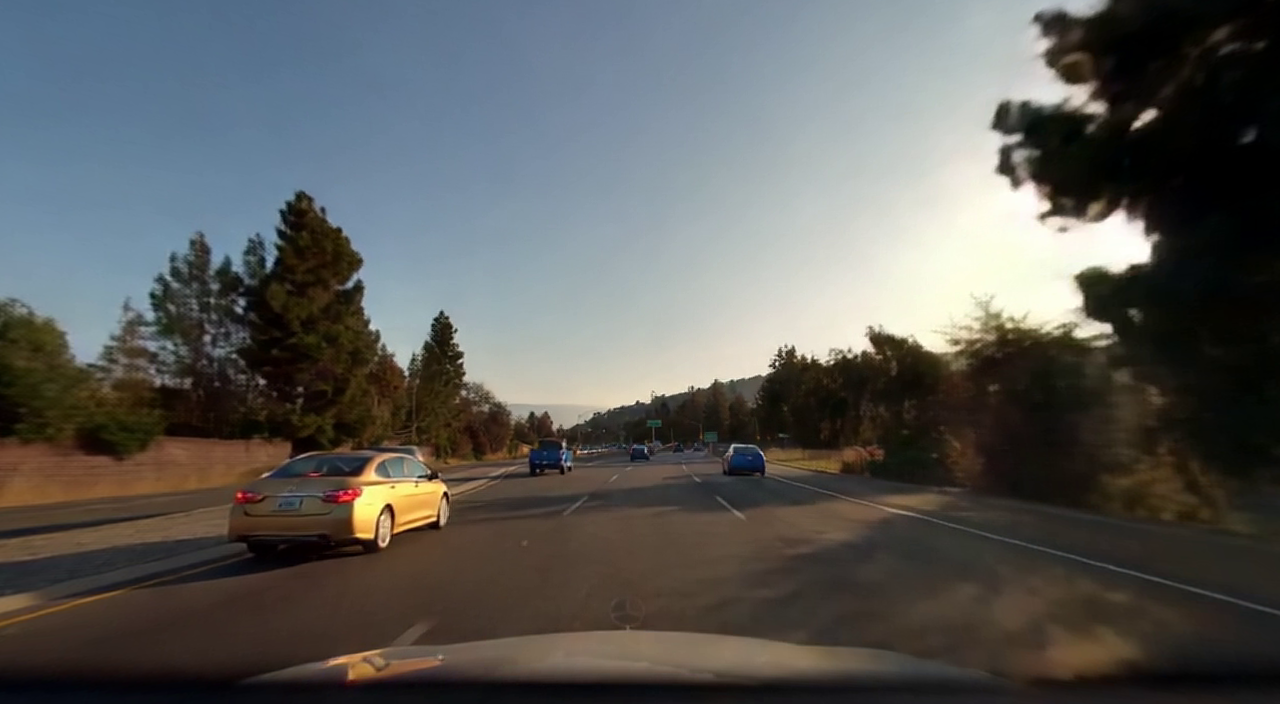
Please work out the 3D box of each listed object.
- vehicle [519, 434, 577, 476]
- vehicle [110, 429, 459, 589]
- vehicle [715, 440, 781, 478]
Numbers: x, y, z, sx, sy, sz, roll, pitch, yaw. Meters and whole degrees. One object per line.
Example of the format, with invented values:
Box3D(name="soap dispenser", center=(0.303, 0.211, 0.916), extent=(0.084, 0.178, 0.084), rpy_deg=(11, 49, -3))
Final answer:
Box3D(name="vehicle", center=(-4.255, 4.852, 29.956), extent=(2.122, 1.847, 4.696), rpy_deg=(0, -8, -1))
Box3D(name="vehicle", center=(-3.979, 1.800, 8.188), extent=(1.948, 1.475, 4.461), rpy_deg=(0, -8, -1))
Box3D(name="vehicle", center=(4.460, 4.510, 26.835), extent=(2.100, 1.472, 4.533), rpy_deg=(0, -8, 1))
